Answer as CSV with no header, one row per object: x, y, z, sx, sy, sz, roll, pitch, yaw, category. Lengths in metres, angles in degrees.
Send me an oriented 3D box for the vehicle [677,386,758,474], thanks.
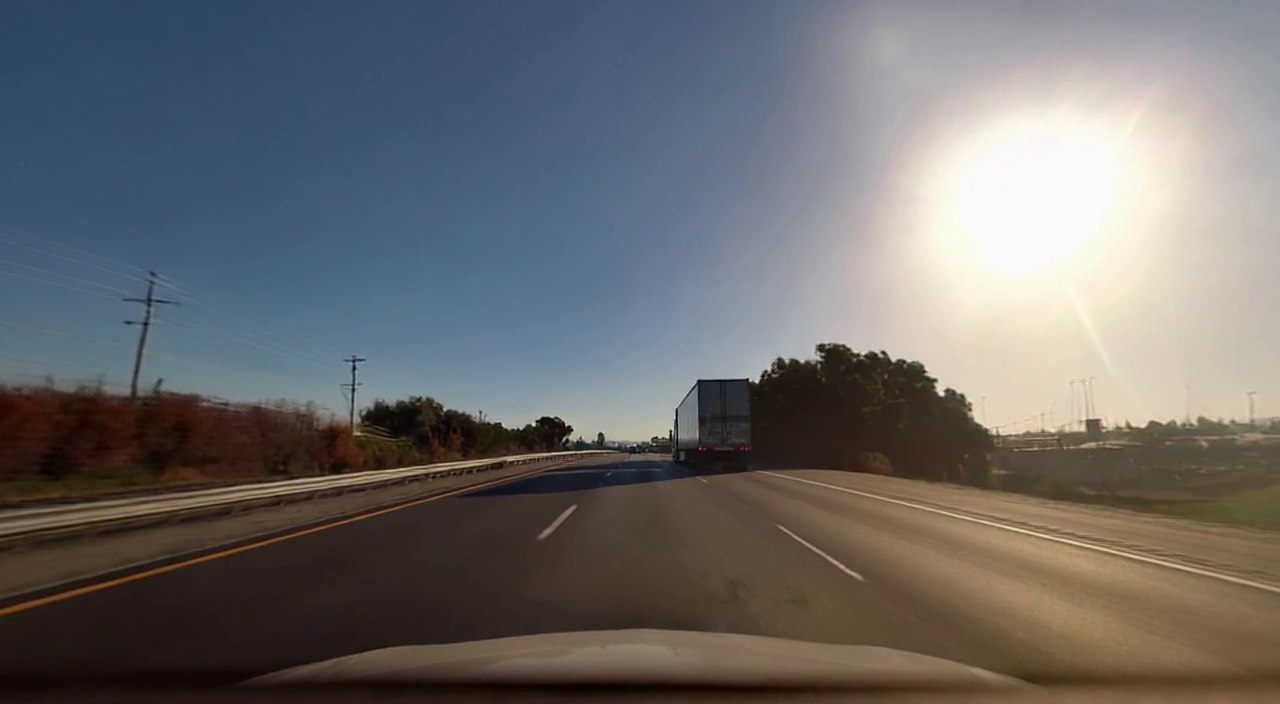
4.063,4.733,36.783,2.933,4.100,14.317,0,-9,0,vehicle
